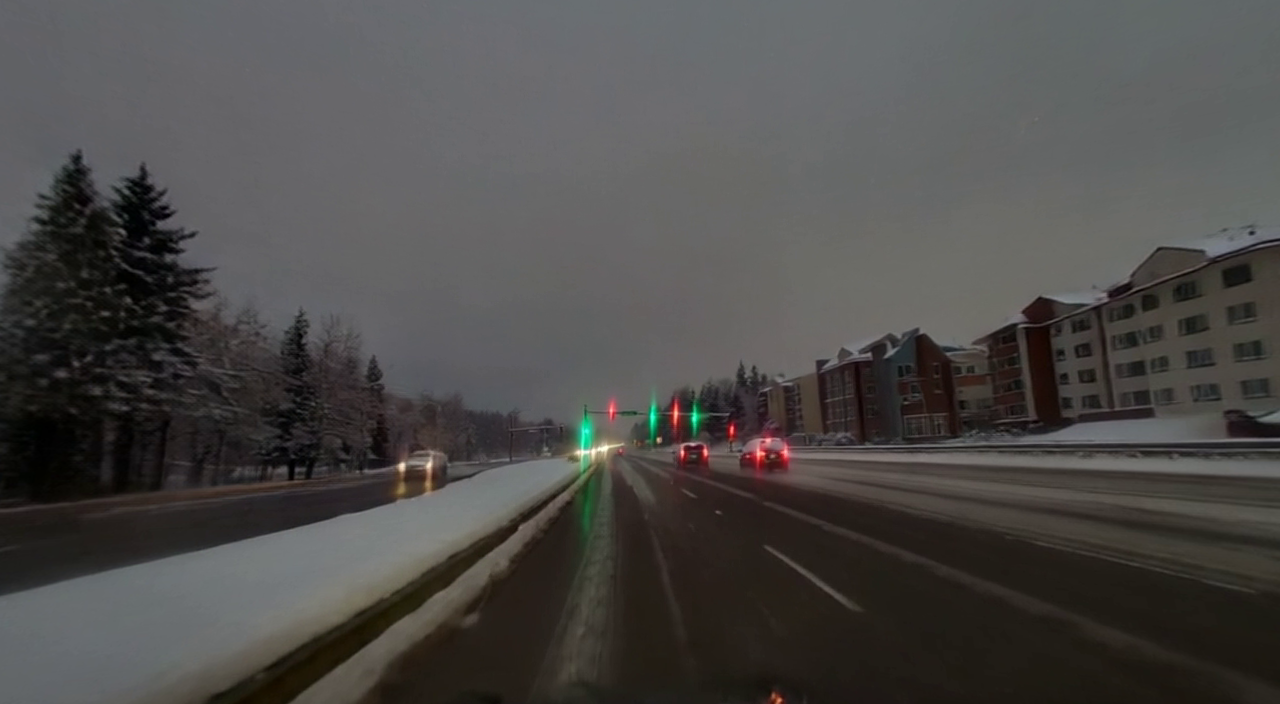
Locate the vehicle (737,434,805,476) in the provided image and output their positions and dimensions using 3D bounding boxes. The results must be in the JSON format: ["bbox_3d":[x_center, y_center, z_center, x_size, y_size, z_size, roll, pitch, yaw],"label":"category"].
[{"bbox_3d":[5.873,4.693,28.979,1.946,1.773,4.641,0,-9,-3],"label":"vehicle"}]

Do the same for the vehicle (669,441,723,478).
[{"bbox_3d":[2.509,4.981,29.520,1.917,1.538,4.259,0,-9,-3],"label":"vehicle"}]

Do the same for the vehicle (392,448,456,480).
[{"bbox_3d":[-11.495,5.945,33.954,1.802,1.560,4.476,0,-9,1],"label":"vehicle"}]
